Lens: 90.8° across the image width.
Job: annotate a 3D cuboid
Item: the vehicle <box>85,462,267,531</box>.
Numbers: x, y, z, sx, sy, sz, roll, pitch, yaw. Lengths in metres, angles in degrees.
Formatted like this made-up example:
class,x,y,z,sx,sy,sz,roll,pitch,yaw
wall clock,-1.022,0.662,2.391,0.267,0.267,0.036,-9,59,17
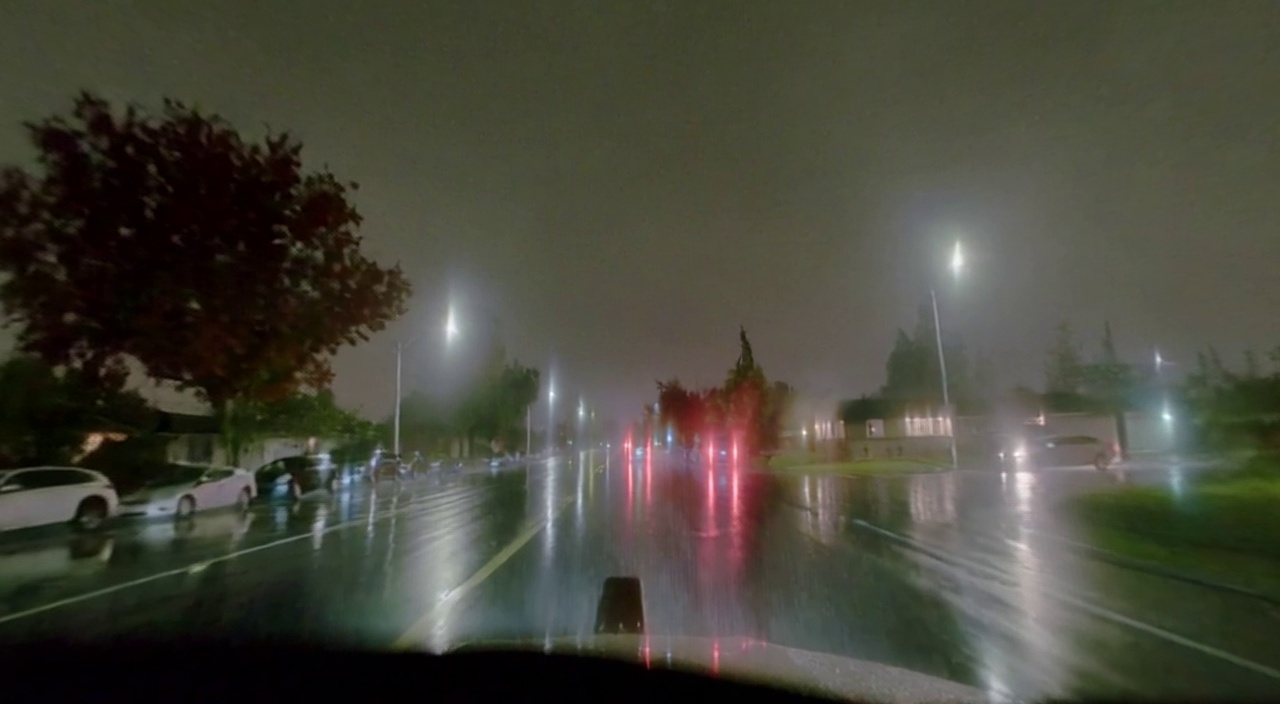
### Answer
class,x,y,z,sx,sy,sz,roll,pitch,yaw
vehicle,-12.534,3.888,17.488,1.810,1.399,4.285,-4,-9,0

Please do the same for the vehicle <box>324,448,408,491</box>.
class,x,y,z,sx,sy,sz,roll,pitch,yaw
vehicle,-12.682,5.416,29.678,1.904,1.805,5.100,0,-9,-3

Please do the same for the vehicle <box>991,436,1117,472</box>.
class,x,y,z,sx,sy,sz,roll,pitch,yaw
vehicle,18.469,4.569,28.336,4.240,1.560,1.929,0,-9,2

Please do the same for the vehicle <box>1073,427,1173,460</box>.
class,x,y,z,sx,sy,sz,roll,pitch,yaw
vehicle,26.271,5.004,34.582,1.873,1.686,4.429,0,-9,0

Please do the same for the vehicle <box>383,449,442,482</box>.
class,x,y,z,sx,sy,sz,roll,pitch,yaw
vehicle,-12.778,6.357,35.762,1.917,1.739,4.461,0,-9,-3

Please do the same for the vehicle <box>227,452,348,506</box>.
class,x,y,z,sx,sy,sz,roll,pitch,yaw
vehicle,-12.749,4.563,23.240,1.938,1.738,4.516,0,-9,-2

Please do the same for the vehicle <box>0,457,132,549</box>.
class,x,y,z,sx,sy,sz,roll,pitch,yaw
vehicle,-12.289,2.853,11.637,1.905,1.503,5.015,-4,-8,-2

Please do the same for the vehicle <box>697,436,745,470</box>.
class,x,y,z,sx,sy,sz,roll,pitch,yaw
vehicle,5.055,6.340,40.096,2.195,2.000,4.789,1,-8,-3

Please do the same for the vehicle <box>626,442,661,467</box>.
class,x,y,z,sx,sy,sz,roll,pitch,yaw
vehicle,0.165,6.337,39.303,2.022,1.471,3.973,0,-9,-1

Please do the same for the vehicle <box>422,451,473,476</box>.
class,x,y,z,sx,sy,sz,roll,pitch,yaw
vehicle,-12.623,7.348,41.770,1.835,1.488,4.696,0,-9,1
